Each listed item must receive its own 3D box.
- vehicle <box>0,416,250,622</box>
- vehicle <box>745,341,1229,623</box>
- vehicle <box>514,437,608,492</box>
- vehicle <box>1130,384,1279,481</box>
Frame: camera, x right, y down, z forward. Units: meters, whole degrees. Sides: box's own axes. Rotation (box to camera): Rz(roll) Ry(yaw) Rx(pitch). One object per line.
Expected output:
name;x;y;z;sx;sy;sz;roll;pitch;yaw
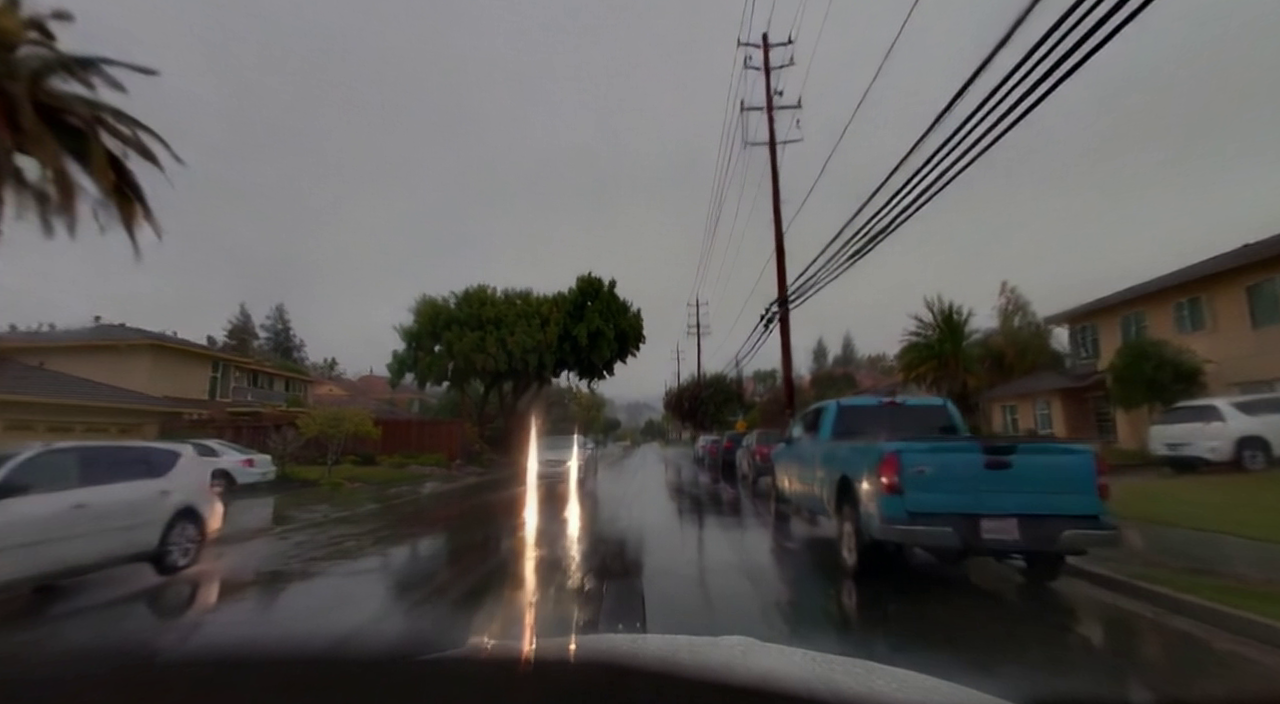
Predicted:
vehicle;-6.548;1.619;6.604;1.930;1.784;4.474;0;-8;2
vehicle;3.010;1.385;7.838;2.437;2.015;6.511;0;-8;1
vehicle;-2.372;3.520;20.215;2.213;1.548;4.370;0;-8;3
vehicle;14.318;1.722;14.109;4.778;1.903;2.205;-3;-8;-1
